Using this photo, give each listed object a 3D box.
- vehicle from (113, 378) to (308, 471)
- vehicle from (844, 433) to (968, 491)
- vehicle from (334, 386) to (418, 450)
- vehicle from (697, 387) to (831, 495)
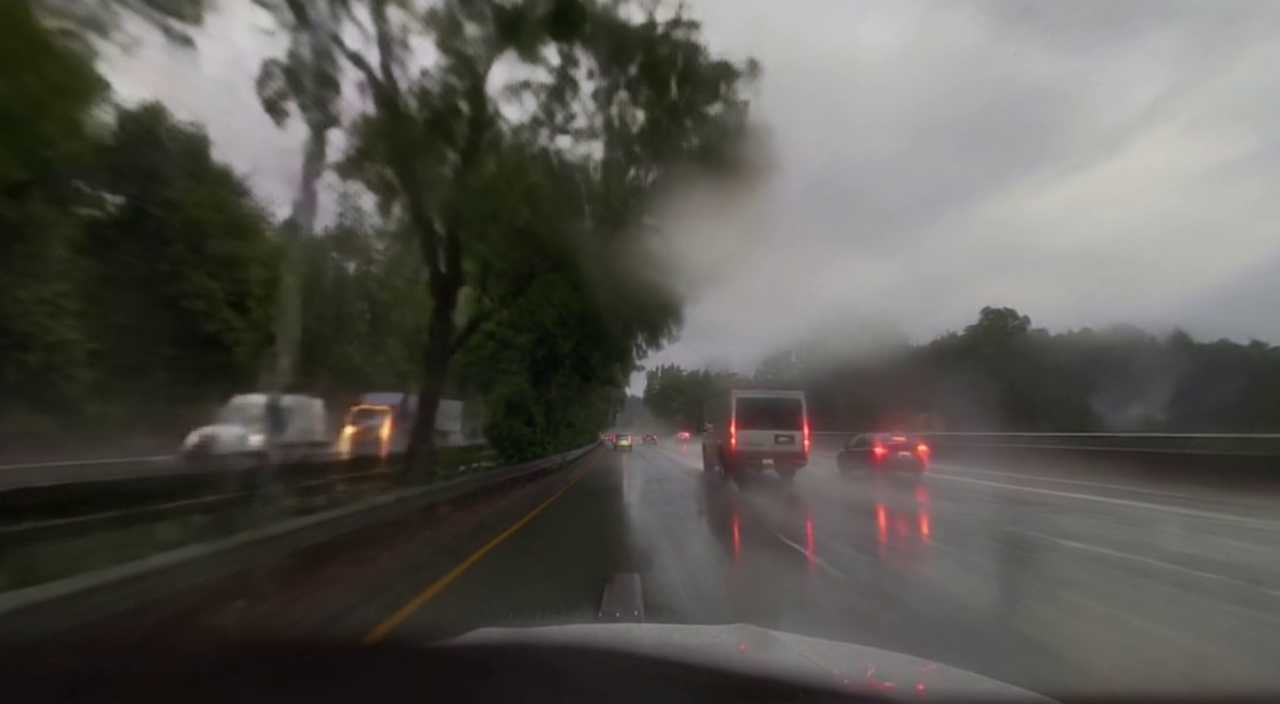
[{"bbox_3d":[-13.033,2.308,19.777,2.284,2.500,5.367,0,-8,0],"label":"vehicle"},{"bbox_3d":[7.437,3.087,18.081,1.821,1.468,3.805,0,-8,-1],"label":"vehicle"},{"bbox_3d":[-17.339,4.441,41.823,2.973,3.930,5.878,0,-8,-1],"label":"vehicle"},{"bbox_3d":[3.140,2.442,17.499,2.436,2.521,5.409,0,-8,-2],"label":"vehicle"}]
